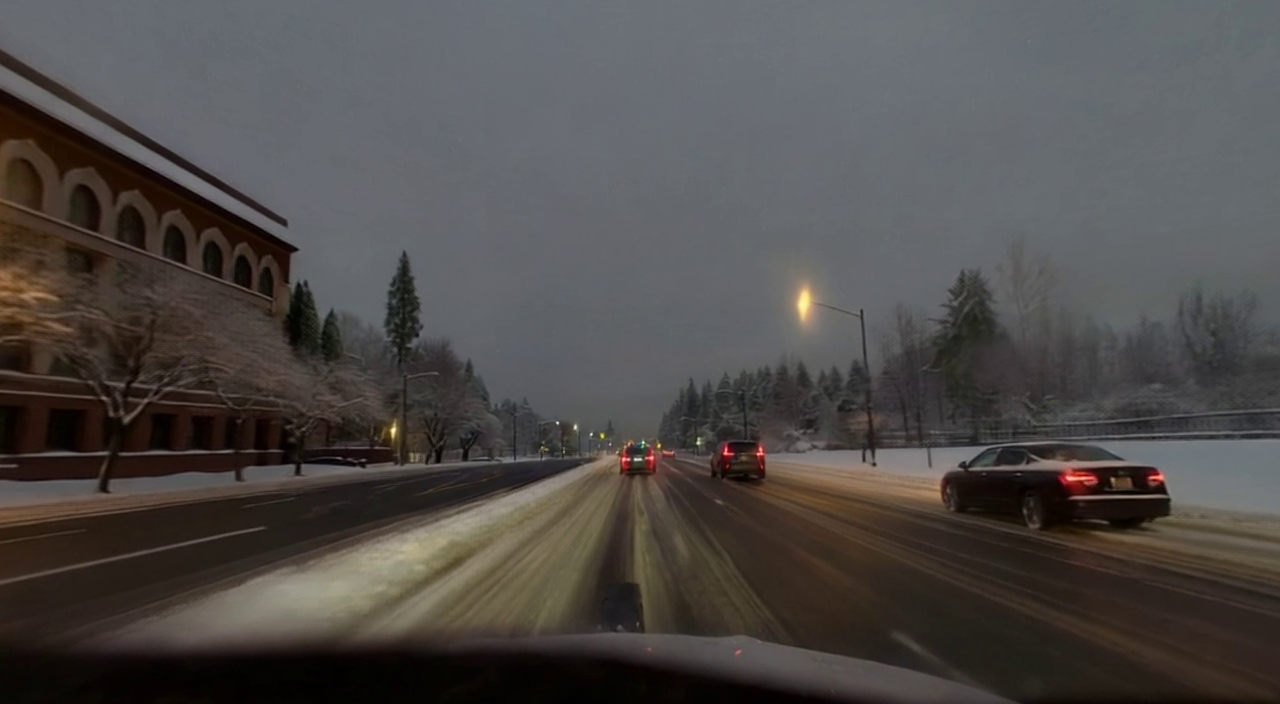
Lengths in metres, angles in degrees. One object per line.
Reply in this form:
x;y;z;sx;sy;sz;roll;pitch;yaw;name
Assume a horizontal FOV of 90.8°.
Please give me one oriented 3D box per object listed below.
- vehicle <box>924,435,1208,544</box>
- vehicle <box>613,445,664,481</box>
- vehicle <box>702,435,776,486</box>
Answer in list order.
6.836;2.214;10.869;1.868;1.472;4.274;0;-9;-1;vehicle
-0.061;4.798;27.622;2.054;1.446;3.969;0;-9;0;vehicle
3.643;4.096;24.114;2.036;1.757;4.300;0;-9;-1;vehicle
